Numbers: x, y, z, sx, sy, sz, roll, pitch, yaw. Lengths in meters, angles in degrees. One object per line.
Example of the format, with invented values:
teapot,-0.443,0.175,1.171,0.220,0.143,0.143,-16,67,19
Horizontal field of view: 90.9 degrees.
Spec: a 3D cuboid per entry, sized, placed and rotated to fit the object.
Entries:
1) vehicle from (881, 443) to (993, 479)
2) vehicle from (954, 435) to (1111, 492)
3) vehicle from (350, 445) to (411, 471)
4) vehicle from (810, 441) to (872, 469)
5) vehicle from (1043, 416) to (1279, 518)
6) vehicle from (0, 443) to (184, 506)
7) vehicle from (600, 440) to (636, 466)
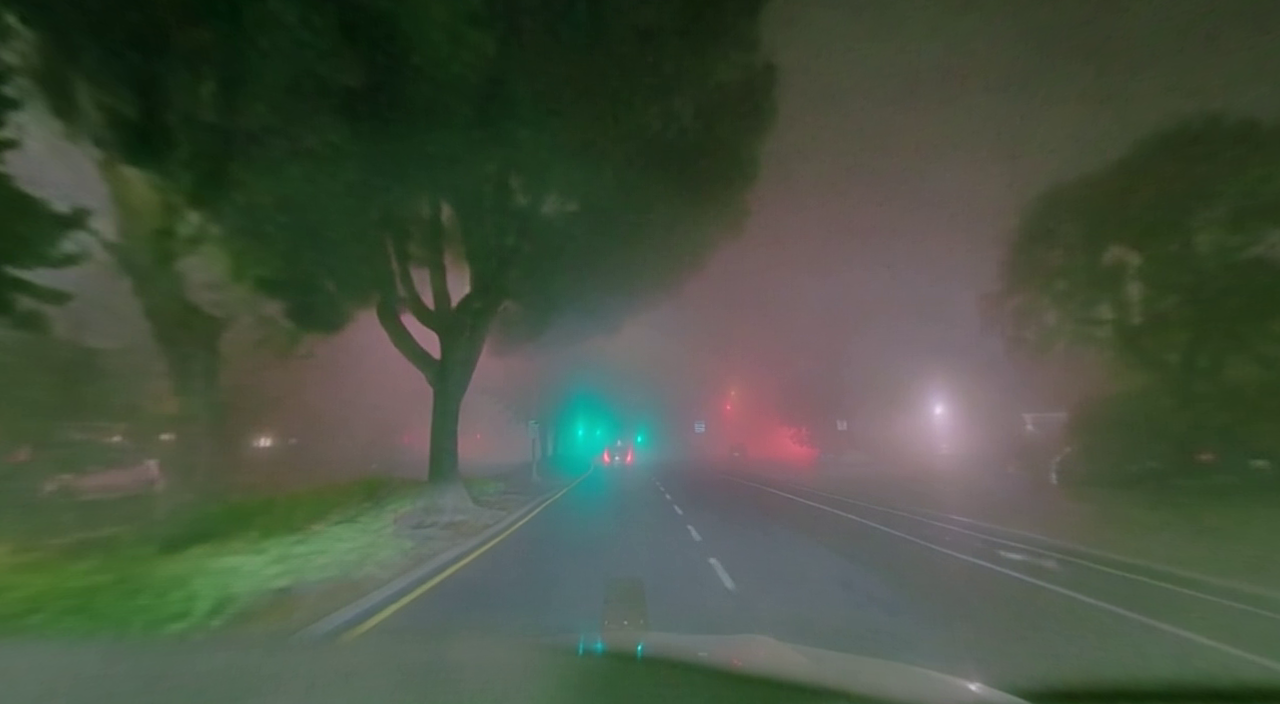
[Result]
vehicle,11.402,4.218,24.653,2.015,1.231,4.748,0,-9,-1
vehicle,11.733,3.351,19.288,1.791,1.503,4.560,0,-9,-1
vehicle,-15.872,6.501,38.838,2.070,1.469,4.524,0,-9,-3
vehicle,11.222,5.749,35.444,1.839,1.445,4.484,0,-9,-2
vehicle,11.484,2.389,13.582,2.147,1.767,5.125,0,-9,0
vehicle,-15.214,3.352,17.644,1.884,1.540,3.927,0,-9,1
vehicle,-1.409,6.292,39.404,2.113,1.462,4.203,0,-9,-3
